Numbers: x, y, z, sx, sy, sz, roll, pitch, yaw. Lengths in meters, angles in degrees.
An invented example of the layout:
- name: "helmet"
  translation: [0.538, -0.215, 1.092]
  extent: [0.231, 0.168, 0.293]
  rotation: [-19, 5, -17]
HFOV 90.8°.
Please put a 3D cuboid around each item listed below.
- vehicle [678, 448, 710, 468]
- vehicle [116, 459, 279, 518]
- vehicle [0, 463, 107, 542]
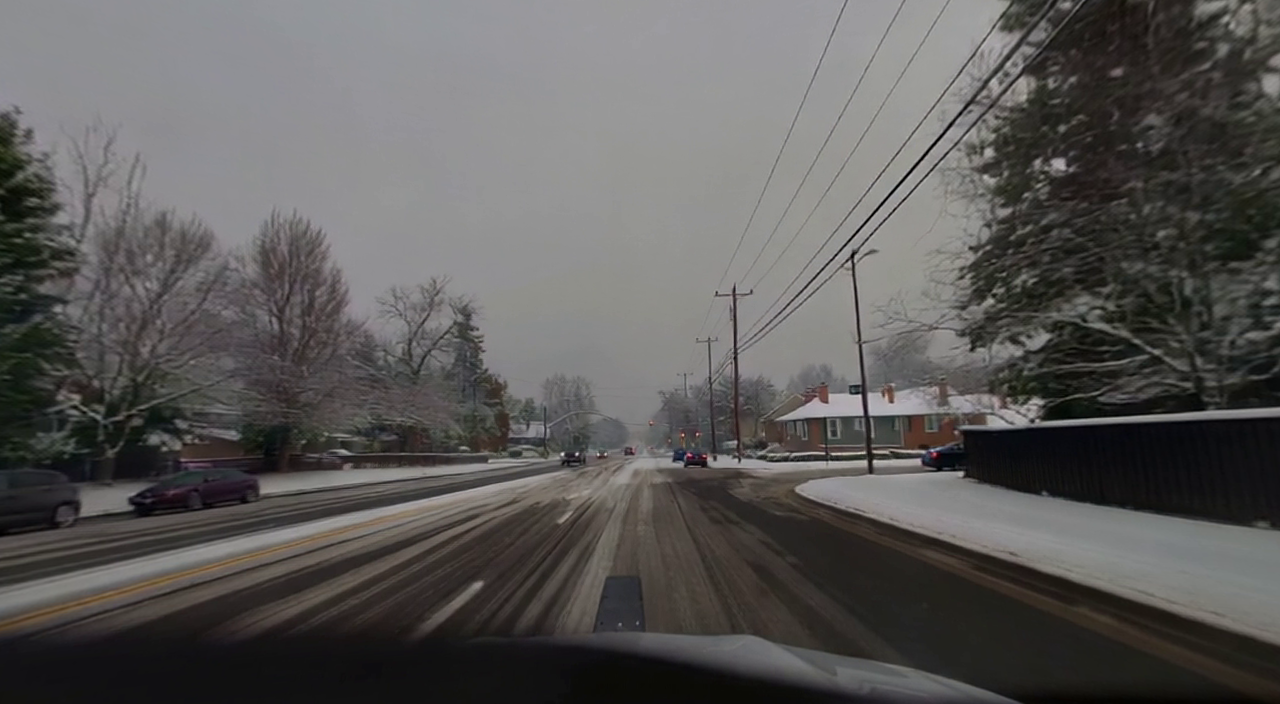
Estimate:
- name: "vehicle"
  translation: [4.166, 8.211, 49.161]
  extent: [2.031, 1.500, 4.590]
  rotation: [0, -8, -1]
- name: "vehicle"
  translation: [-13.696, 4.213, 19.962]
  extent: [1.863, 1.481, 4.363]
  rotation: [-2, -9, 2]
- name: "vehicle"
  translation: [-13.850, 3.108, 12.975]
  extent: [1.936, 1.489, 4.311]
  rotation: [0, -8, 2]
